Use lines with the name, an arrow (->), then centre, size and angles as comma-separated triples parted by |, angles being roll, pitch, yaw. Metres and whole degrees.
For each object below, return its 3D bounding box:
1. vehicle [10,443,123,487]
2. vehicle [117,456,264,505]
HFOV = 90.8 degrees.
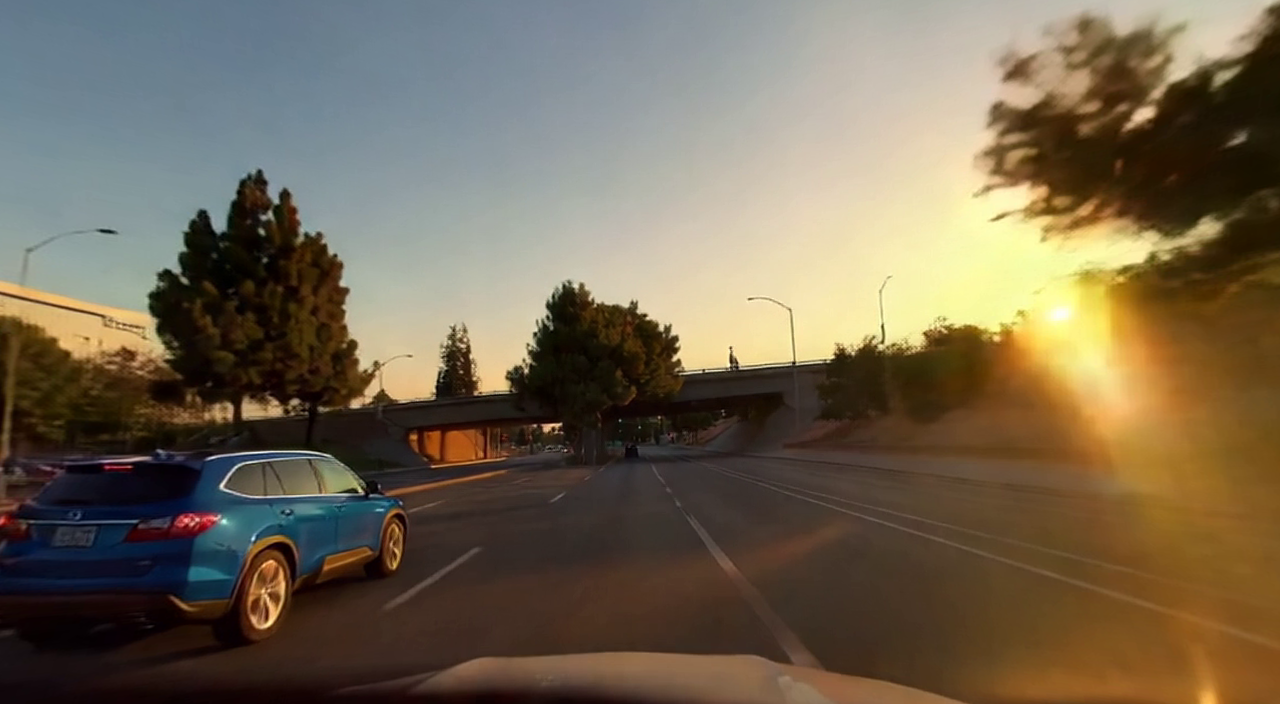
vehicle -> -28.745, 5.633, 31.953 | 2.199, 1.959, 5.771 | 4, -9, -22
vehicle -> -15.540, 4.422, 22.213 | 1.912, 1.465, 4.479 | 0, -9, 0
